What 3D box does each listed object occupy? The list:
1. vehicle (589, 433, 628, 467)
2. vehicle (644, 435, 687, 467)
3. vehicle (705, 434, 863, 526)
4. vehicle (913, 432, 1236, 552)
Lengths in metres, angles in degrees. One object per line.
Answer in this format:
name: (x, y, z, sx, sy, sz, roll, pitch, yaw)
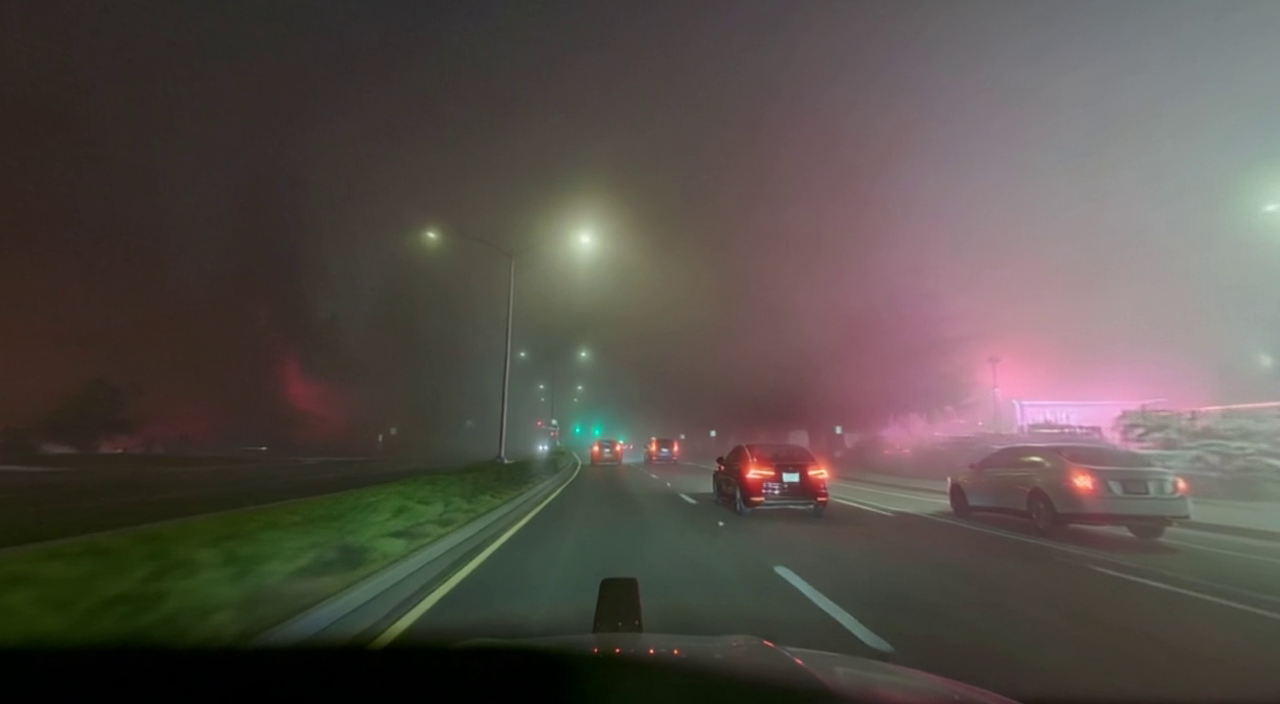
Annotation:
vehicle: (-1.810, 5.561, 35.778, 2.051, 1.798, 4.168, 1, -8, -4)
vehicle: (1.454, 5.807, 37.075, 2.000, 1.745, 4.206, 1, -8, -5)
vehicle: (2.553, 2.377, 12.334, 1.883, 1.452, 4.258, 1, -8, -3)
vehicle: (6.372, 2.057, 10.025, 1.917, 1.457, 4.274, 1, -8, -3)
